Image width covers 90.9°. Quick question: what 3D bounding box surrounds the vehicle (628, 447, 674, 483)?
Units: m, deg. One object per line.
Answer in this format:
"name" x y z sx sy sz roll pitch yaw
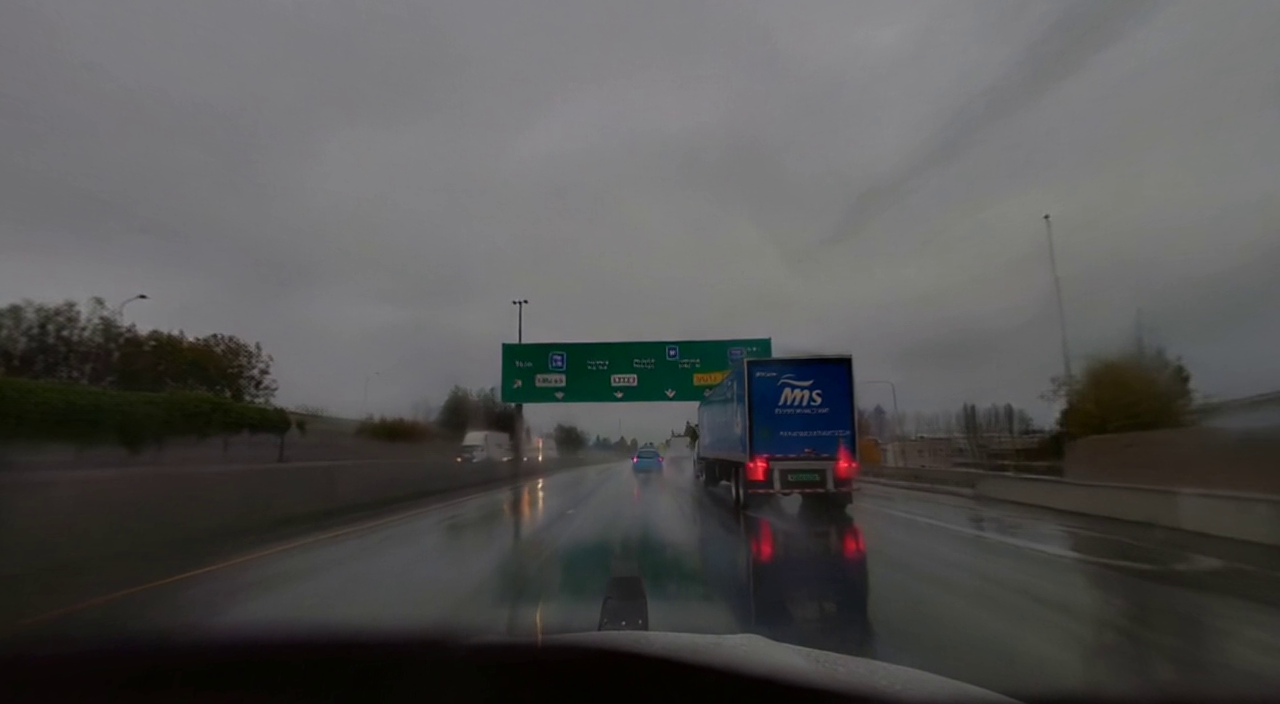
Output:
"vehicle" 0.533 5.490 30.939 2.121 1.642 3.828 0 -9 1

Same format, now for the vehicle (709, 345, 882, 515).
"vehicle" 4.533 2.925 22.434 3.002 4.104 14.174 0 -9 2
